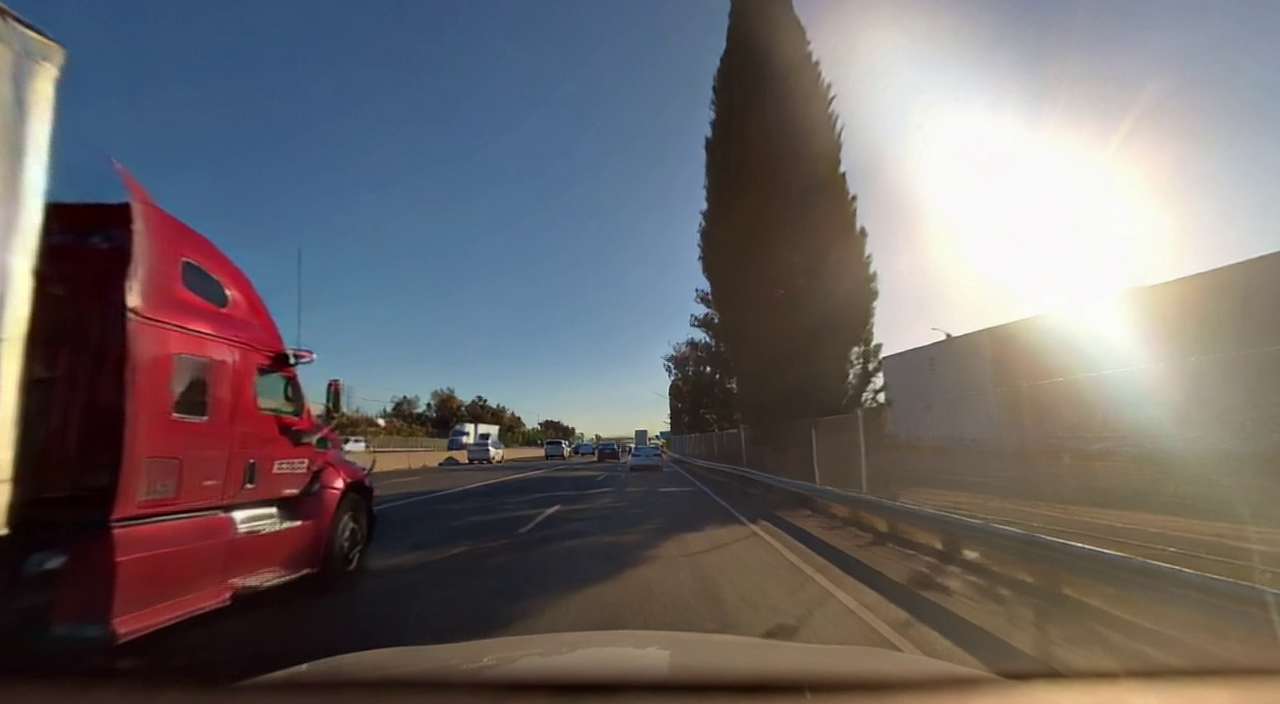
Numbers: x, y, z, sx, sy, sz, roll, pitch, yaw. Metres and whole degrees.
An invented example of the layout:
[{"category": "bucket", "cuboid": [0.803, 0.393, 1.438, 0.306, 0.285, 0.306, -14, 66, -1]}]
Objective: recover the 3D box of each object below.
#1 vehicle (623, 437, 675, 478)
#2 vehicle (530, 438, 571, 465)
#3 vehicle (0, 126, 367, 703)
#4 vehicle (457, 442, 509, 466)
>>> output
[{"category": "vehicle", "cuboid": [0.407, 4.638, 28.007, 2.136, 1.678, 4.052, 0, -8, 1]}, {"category": "vehicle", "cuboid": [-6.259, 7.038, 44.719, 2.105, 1.790, 4.689, 0, -8, 2]}, {"category": "vehicle", "cuboid": [-3.468, 0.395, 1.796, 2.693, 2.348, 5.694, 0, -8, 1]}, {"category": "vehicle", "cuboid": [-10.162, 6.616, 41.165, 1.910, 1.501, 5.004, 0, -8, 2]}]
